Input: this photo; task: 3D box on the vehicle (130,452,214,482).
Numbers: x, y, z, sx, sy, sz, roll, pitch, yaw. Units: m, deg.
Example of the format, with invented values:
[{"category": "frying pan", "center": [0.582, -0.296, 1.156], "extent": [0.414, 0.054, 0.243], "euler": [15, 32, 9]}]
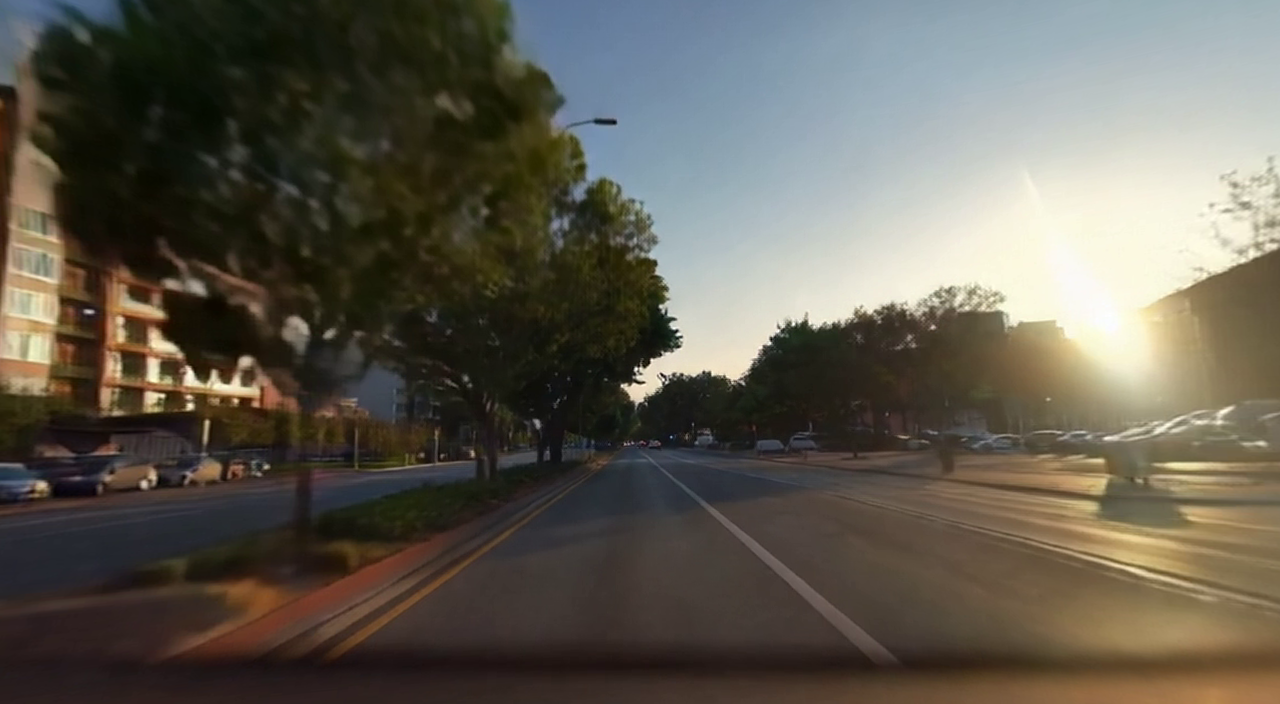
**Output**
[{"category": "vehicle", "center": [-28.822, 7.082, 39.084], "extent": [1.989, 1.692, 4.362], "euler": [0, -9, -3]}]

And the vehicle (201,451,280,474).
[{"category": "vehicle", "center": [-30.374, 8.427, 48.106], "extent": [4.679, 1.661, 1.923], "euler": [0, -8, 0]}]

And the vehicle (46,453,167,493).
[{"category": "vehicle", "center": [-25.474, 5.758, 30.430], "extent": [1.979, 1.652, 4.678], "euler": [0, -9, -5]}]
